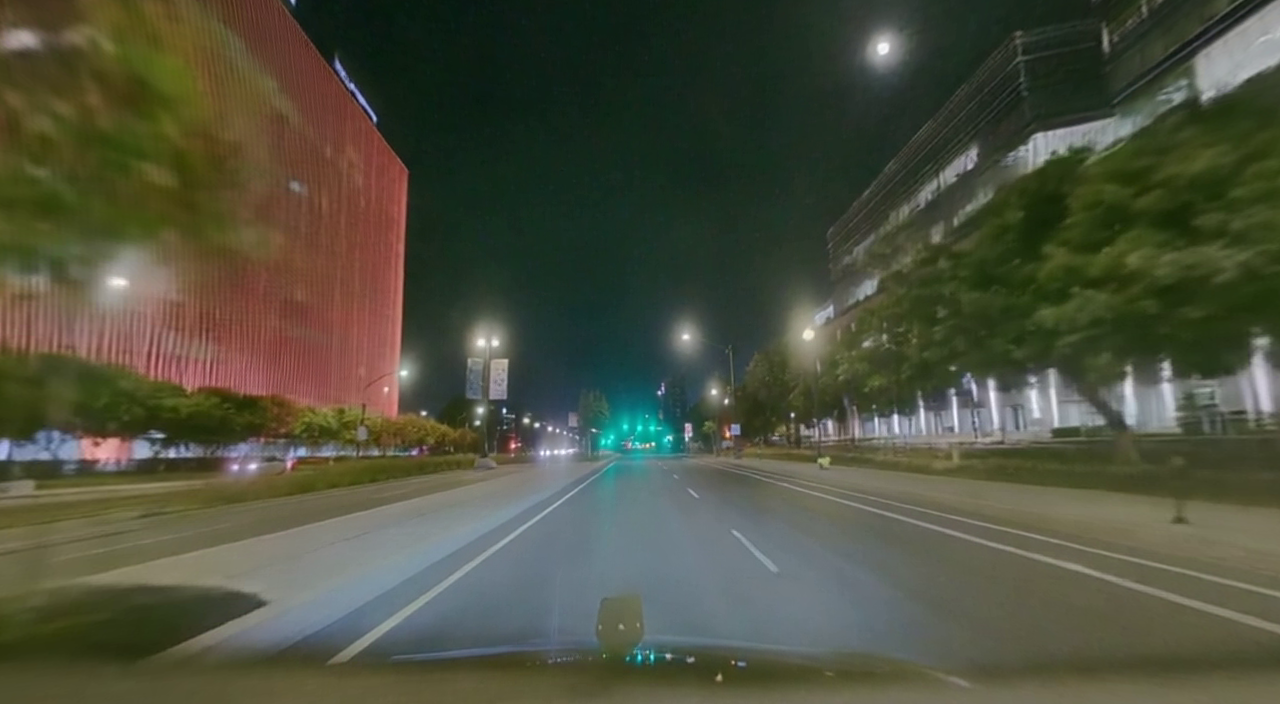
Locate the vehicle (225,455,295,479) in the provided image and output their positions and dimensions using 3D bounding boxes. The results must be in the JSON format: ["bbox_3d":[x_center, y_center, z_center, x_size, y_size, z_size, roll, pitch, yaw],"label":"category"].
[{"bbox_3d":[-26.491,7.998,44.220,1.927,1.476,4.717,0,-9,1],"label":"vehicle"}]
